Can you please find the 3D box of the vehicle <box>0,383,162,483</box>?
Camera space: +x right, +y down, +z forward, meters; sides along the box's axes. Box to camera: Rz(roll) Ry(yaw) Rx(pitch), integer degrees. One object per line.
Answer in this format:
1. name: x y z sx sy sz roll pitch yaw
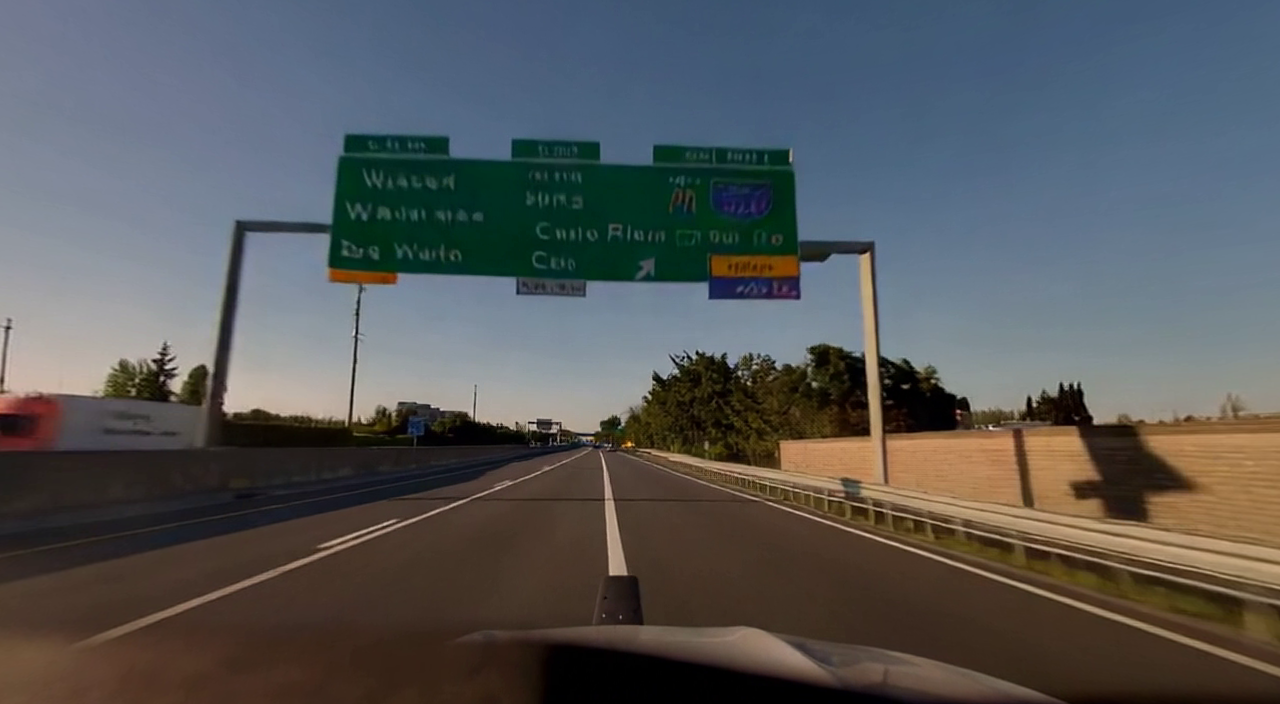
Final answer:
1. vehicle: -19.451 2.686 20.119 2.621 2.778 7.284 0 -9 -3
